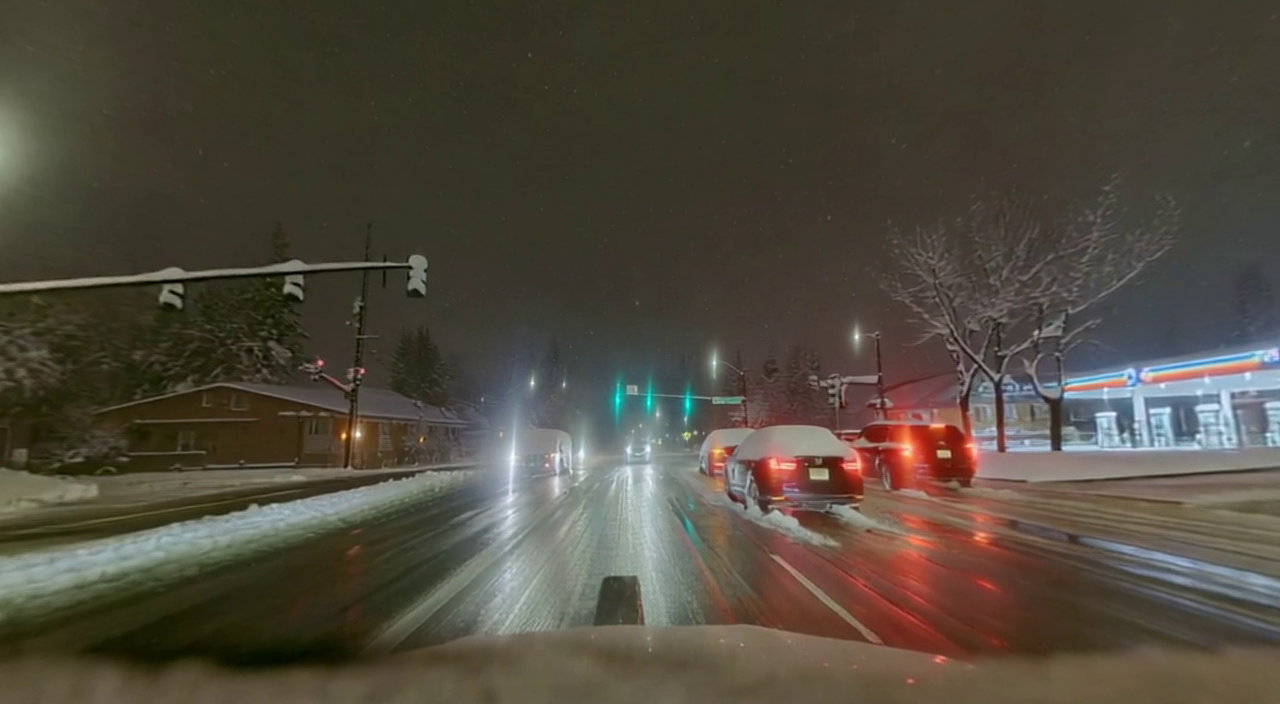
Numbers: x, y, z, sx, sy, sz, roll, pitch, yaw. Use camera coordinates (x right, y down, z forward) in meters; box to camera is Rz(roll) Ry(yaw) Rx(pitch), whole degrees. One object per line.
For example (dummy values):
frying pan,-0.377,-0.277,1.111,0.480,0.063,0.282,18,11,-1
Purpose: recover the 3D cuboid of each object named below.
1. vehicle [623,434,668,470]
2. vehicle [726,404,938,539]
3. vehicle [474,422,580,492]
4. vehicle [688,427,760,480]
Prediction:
vehicle,0.196,5.048,31.960,2.131,1.665,3.926,0,-8,-1
vehicle,2.912,1.953,10.915,2.140,1.800,4.660,0,-8,0
vehicle,-3.184,3.085,18.838,2.261,1.820,4.255,0,-8,2
vehicle,3.024,3.790,23.821,1.955,1.797,4.480,0,-8,-2
